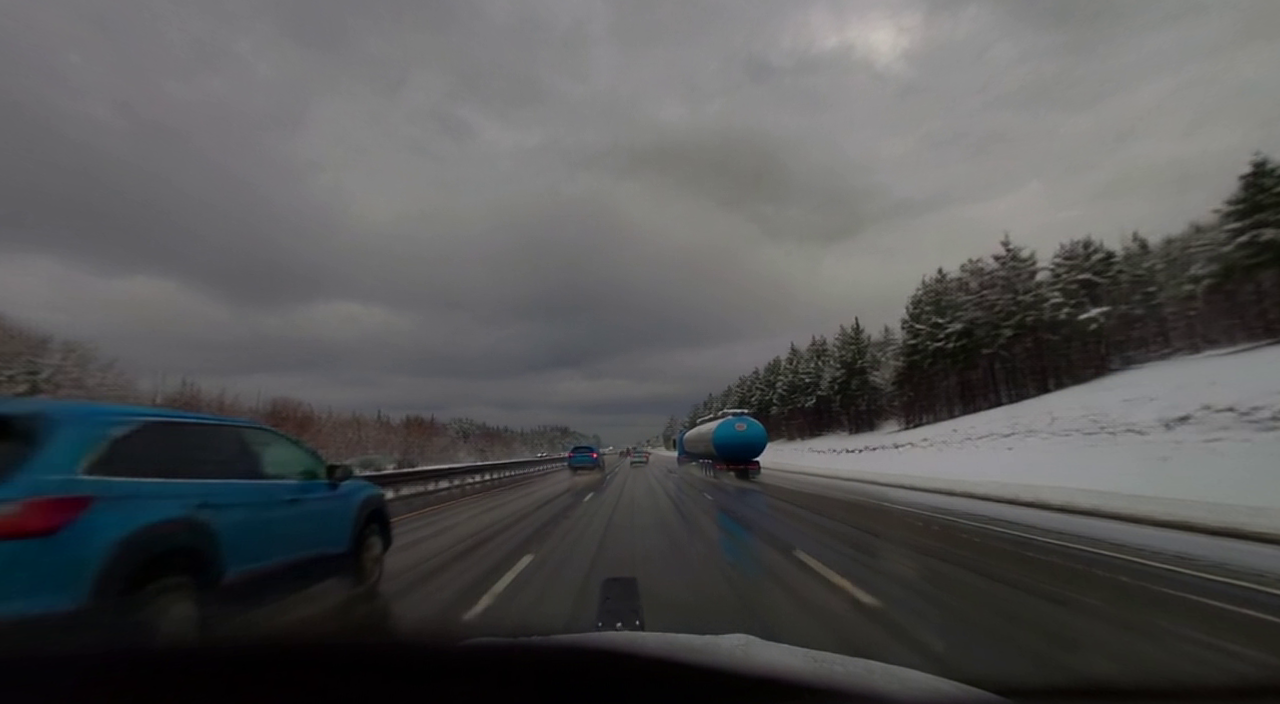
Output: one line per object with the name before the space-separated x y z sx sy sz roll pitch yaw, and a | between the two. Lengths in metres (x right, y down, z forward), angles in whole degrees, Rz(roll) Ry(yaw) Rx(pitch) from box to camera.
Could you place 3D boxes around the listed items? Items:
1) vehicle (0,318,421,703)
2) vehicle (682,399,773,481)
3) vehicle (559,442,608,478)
vehicle | -3.117 0.995 3.423 2.249 1.710 4.580 0 -9 -1
vehicle | 4.353 4.983 35.150 2.889 3.606 13.832 0 -9 -1
vehicle | -3.043 5.926 34.799 2.258 1.805 4.665 -1 -9 0
